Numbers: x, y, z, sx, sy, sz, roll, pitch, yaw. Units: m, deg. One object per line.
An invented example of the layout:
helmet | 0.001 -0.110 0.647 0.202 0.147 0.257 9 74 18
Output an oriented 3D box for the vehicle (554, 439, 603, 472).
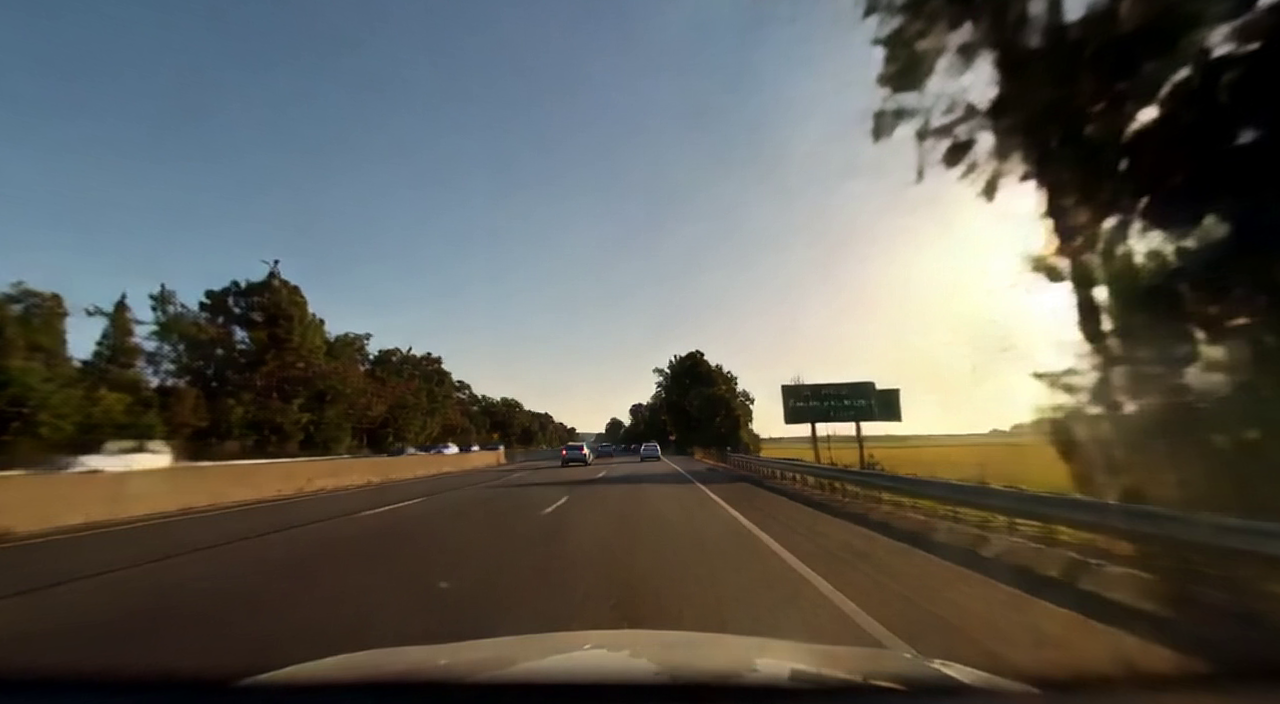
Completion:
vehicle | -3.224 5.509 33.954 2.028 1.634 4.441 -1 -8 2

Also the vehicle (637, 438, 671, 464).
vehicle | 0.950 6.895 43.969 2.259 1.697 4.106 0 -8 1
